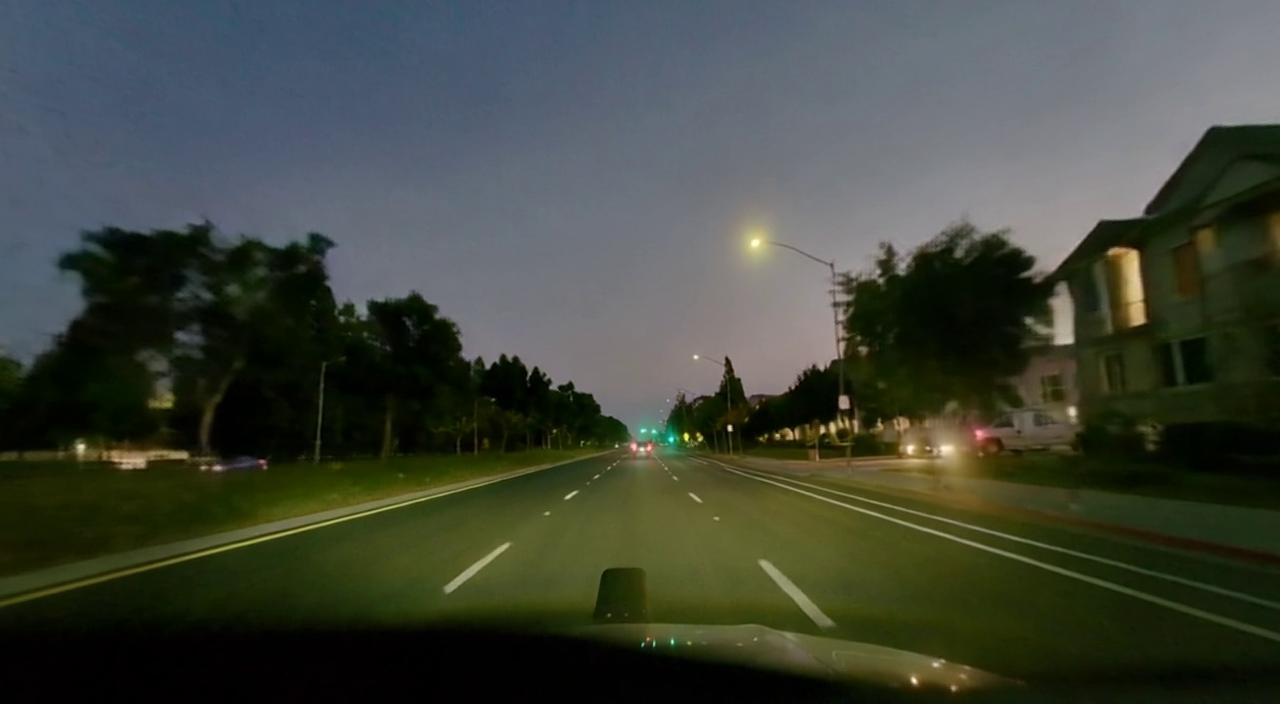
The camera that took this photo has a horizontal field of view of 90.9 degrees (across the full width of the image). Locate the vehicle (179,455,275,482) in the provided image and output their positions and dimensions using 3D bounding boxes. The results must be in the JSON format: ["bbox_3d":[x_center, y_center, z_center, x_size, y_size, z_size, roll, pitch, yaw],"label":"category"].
[{"bbox_3d":[-25.586,7.189,39.182,2.004,1.450,4.543,-8,-11,42],"label":"vehicle"}]

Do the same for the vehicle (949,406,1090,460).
[{"bbox_3d":[21.696,4.676,36.259,6.374,3.018,2.476,0,-8,-1],"label":"vehicle"}]

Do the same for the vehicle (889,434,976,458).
[{"bbox_3d":[20.302,6.550,43.869,4.900,1.530,2.211,0,-11,1],"label":"vehicle"}]

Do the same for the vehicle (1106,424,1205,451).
[{"bbox_3d":[29.311,4.887,35.904,4.101,1.518,1.749,0,-8,-1],"label":"vehicle"}]

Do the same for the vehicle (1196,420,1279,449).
[{"bbox_3d":[35.000,4.704,35.943,4.578,1.488,1.890,-2,-9,1],"label":"vehicle"}]
